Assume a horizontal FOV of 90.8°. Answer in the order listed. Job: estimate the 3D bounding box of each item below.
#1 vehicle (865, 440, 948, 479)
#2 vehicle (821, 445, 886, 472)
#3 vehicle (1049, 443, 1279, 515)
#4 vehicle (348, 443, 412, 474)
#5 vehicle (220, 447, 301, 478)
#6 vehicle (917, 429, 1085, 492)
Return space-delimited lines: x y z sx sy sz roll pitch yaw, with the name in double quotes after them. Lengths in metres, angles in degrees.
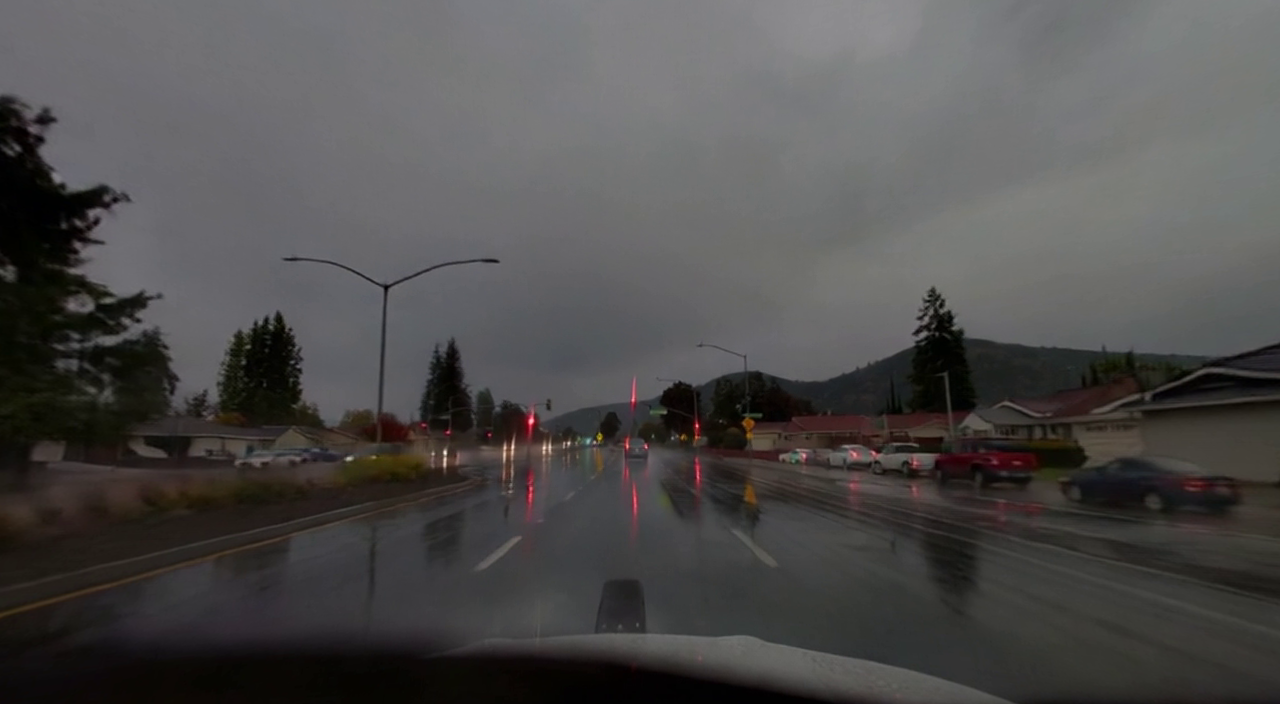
12.603 5.082 30.207 1.976 1.706 4.354 0 -9 0 "vehicle"
12.413 6.192 37.043 2.128 1.467 4.987 0 -9 1 "vehicle"
12.408 3.008 15.376 1.836 1.448 4.624 -1 -10 1 "vehicle"
-15.079 6.176 36.921 1.857 1.656 4.514 0 -9 0 "vehicle"
-19.492 5.658 32.617 1.784 1.485 3.829 0 -8 0 "vehicle"
12.621 3.908 22.825 2.386 1.919 6.109 -1 -10 -1 "vehicle"
